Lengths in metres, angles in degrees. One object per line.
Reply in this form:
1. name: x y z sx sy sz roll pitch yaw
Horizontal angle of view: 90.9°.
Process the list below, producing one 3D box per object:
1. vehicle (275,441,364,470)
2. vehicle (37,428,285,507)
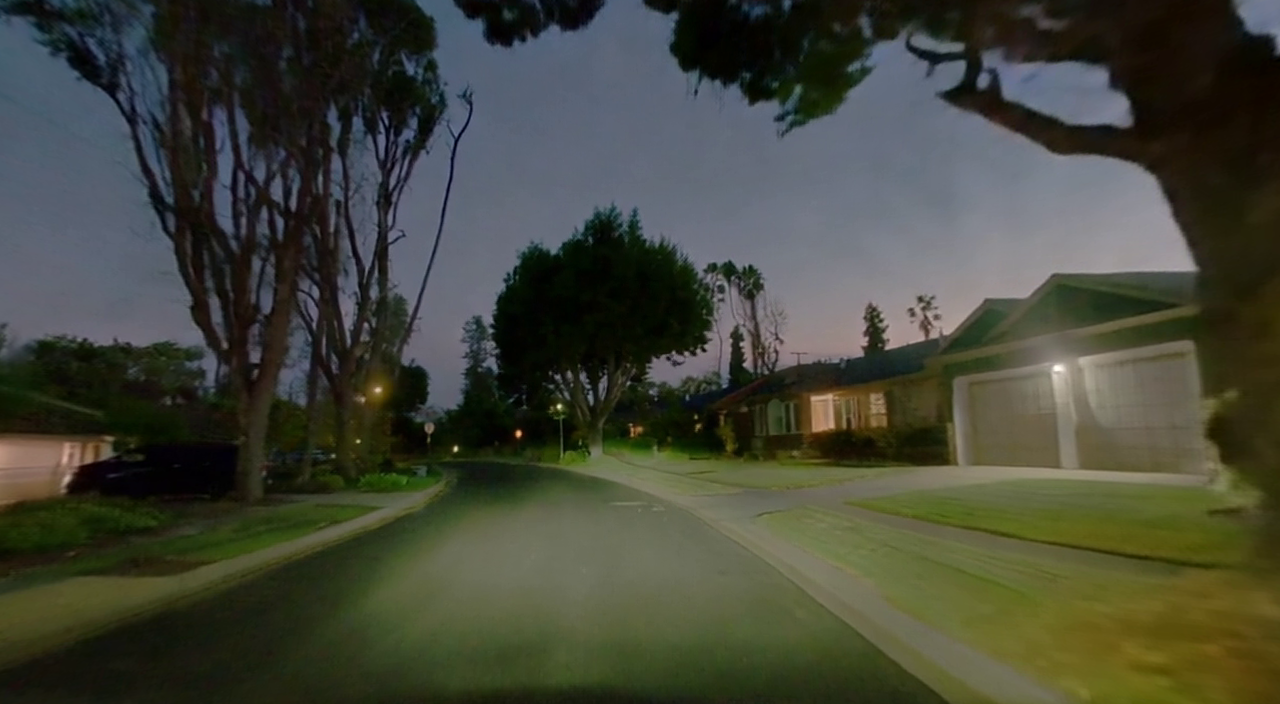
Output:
1. vehicle: -19.457 6.298 38.493 4.471 1.638 1.877 2 -8 -17
2. vehicle: -12.699 3.065 17.194 4.961 1.757 1.971 1 -8 -21
